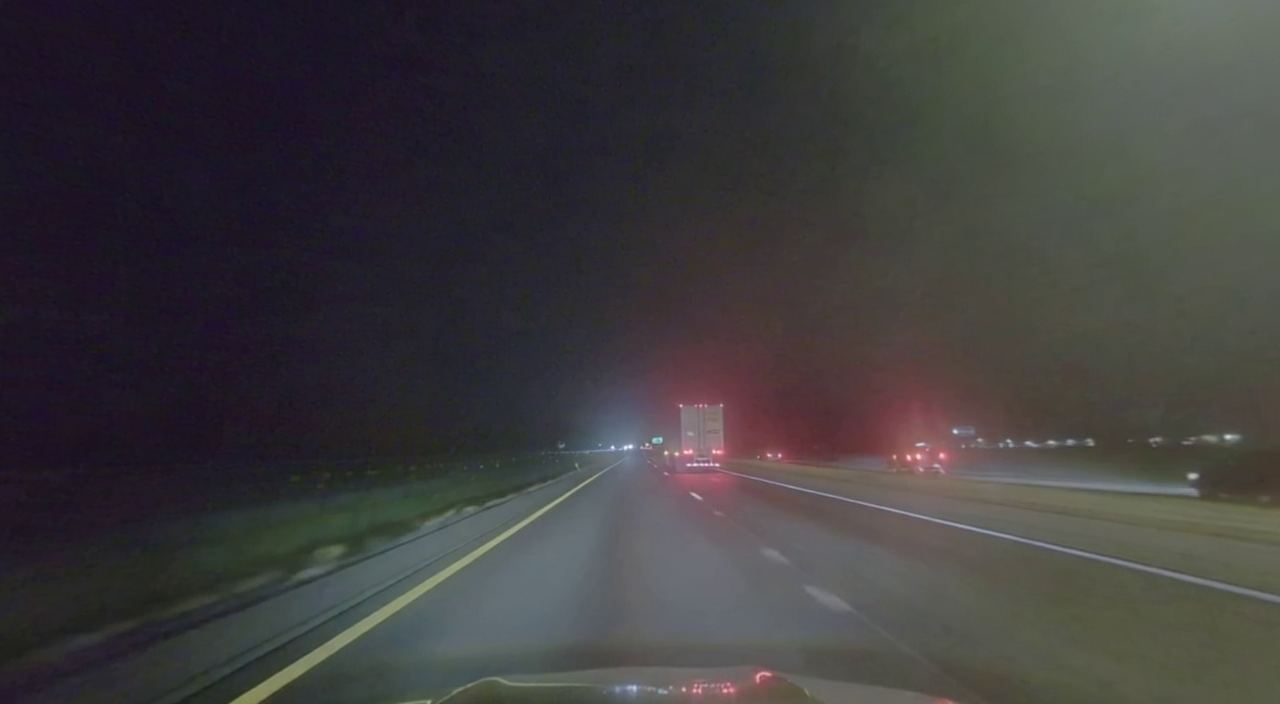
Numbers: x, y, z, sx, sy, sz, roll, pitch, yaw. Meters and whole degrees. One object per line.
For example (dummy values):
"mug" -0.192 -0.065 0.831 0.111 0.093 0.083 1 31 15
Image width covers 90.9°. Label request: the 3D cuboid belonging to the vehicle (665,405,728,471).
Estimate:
"vehicle" 3.709 6.251 45.049 3.175 4.103 11.612 0 -9 -1
